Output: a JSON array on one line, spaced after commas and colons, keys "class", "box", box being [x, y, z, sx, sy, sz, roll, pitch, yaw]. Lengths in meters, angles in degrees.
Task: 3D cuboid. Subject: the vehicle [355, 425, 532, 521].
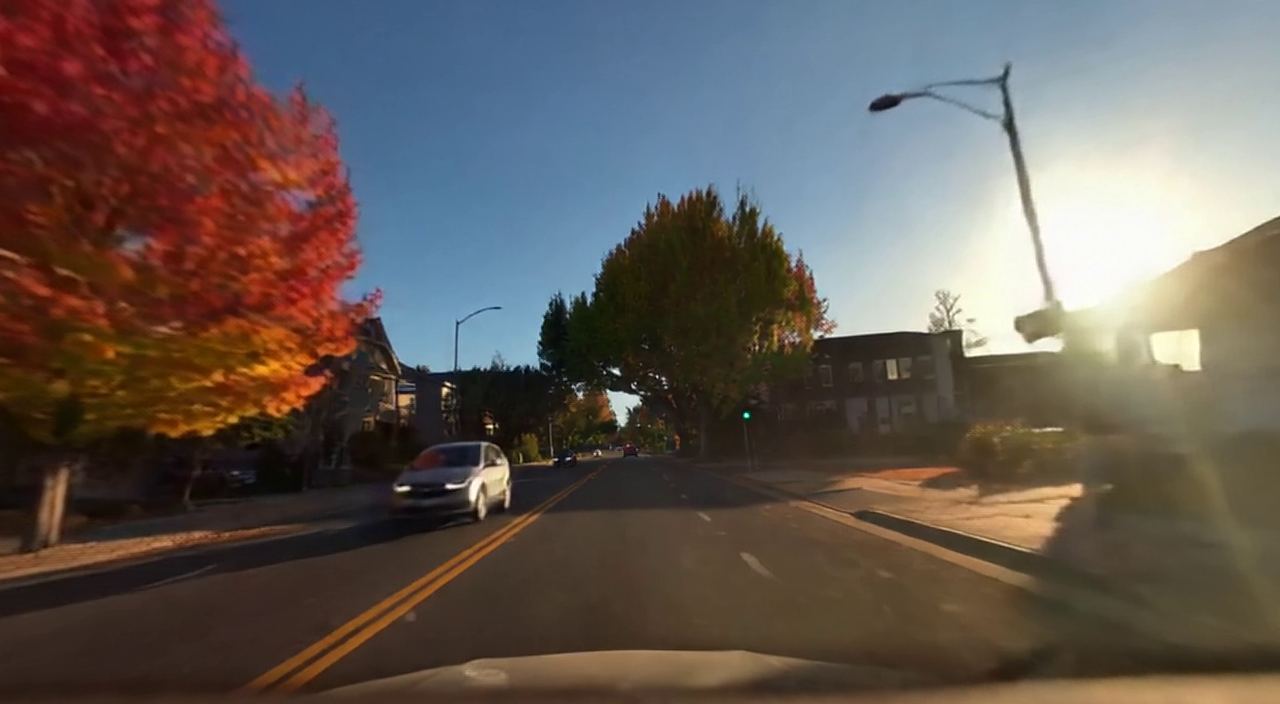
[{"class": "vehicle", "box": [-3.957, 2.568, 13.845, 2.356, 1.702, 4.700, -1, -9, 0]}]

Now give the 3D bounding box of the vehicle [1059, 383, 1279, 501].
[{"class": "vehicle", "box": [9.529, 1.669, 11.590, 2.051, 1.687, 4.858, -4, -10, 22]}]

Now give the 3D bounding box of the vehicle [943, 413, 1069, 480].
[{"class": "vehicle", "box": [11.954, 3.178, 21.096, 2.028, 1.935, 5.021, -2, -9, 11]}]

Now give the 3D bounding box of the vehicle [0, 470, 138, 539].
[{"class": "vehicle", "box": [-15.029, 3.594, 15.087, 4.649, 1.423, 1.850, -1, -9, 6]}]

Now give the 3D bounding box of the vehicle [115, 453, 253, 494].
[{"class": "vehicle", "box": [-22.137, 5.887, 30.799, 5.117, 1.766, 2.239, -2, -7, 3]}]
